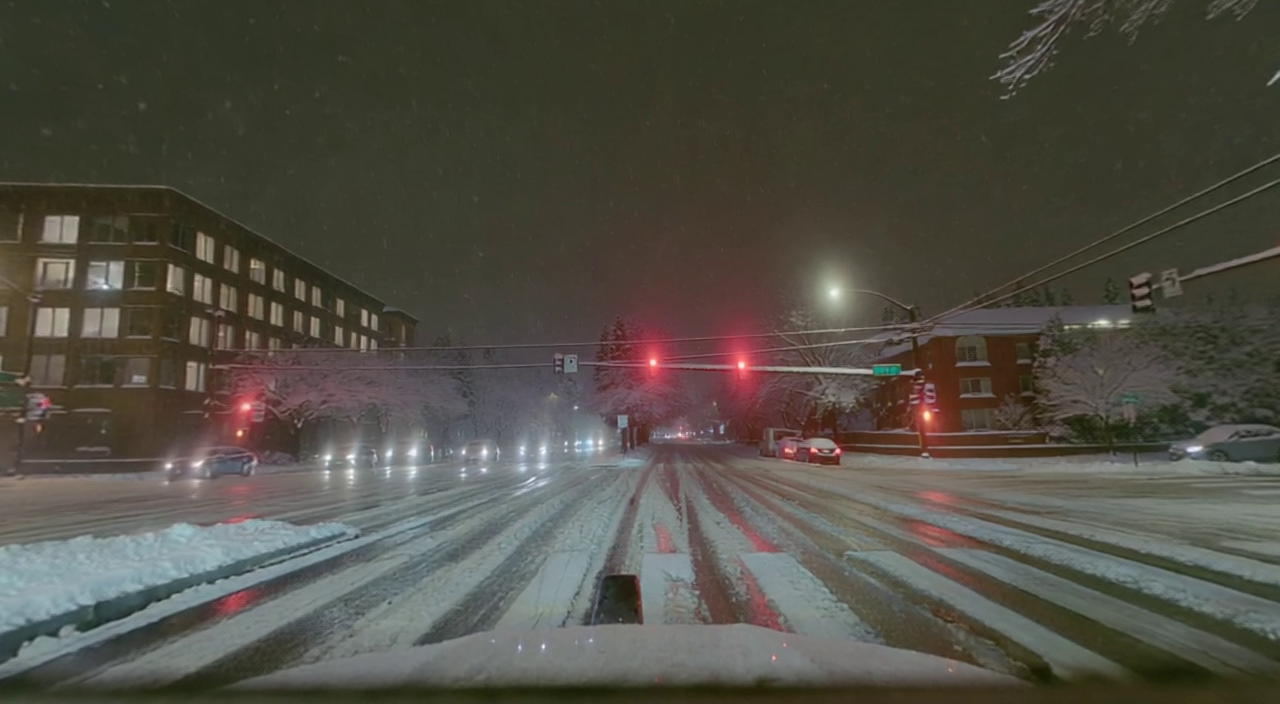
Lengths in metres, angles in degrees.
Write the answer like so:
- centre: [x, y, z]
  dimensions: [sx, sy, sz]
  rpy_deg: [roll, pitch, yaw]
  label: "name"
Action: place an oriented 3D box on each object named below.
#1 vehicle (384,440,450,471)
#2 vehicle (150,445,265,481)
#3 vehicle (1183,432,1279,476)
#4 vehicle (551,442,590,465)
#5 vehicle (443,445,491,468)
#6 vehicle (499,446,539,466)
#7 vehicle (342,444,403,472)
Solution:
- centre: [-15.144, 7.041, 43.148]
  dimensions: [2.340, 1.946, 5.450]
  rpy_deg: [0, -9, 2]
  label: "vehicle"
- centre: [-24.133, 6.152, 35.370]
  dimensions: [2.032, 1.839, 4.884]
  rpy_deg: [-3, -9, 20]
  label: "vehicle"
- centre: [22.308, 3.580, 22.251]
  dimensions: [4.474, 1.477, 1.908]
  rpy_deg: [0, -9, -3]
  label: "vehicle"
- centre: [-4.552, 6.713, 41.678]
  dimensions: [1.954, 1.431, 4.050]
  rpy_deg: [-1, -9, 2]
  label: "vehicle"
- centre: [-11.659, 7.075, 42.691]
  dimensions: [1.911, 1.476, 4.297]
  rpy_deg: [-1, -9, 2]
  label: "vehicle"
- centre: [-8.120, 7.008, 42.604]
  dimensions: [1.910, 1.321, 3.692]
  rpy_deg: [0, -9, 1]
  label: "vehicle"
- centre: [-18.582, 7.352, 44.011]
  dimensions: [2.237, 1.801, 4.541]
  rpy_deg: [0, -9, 1]
  label: "vehicle"
